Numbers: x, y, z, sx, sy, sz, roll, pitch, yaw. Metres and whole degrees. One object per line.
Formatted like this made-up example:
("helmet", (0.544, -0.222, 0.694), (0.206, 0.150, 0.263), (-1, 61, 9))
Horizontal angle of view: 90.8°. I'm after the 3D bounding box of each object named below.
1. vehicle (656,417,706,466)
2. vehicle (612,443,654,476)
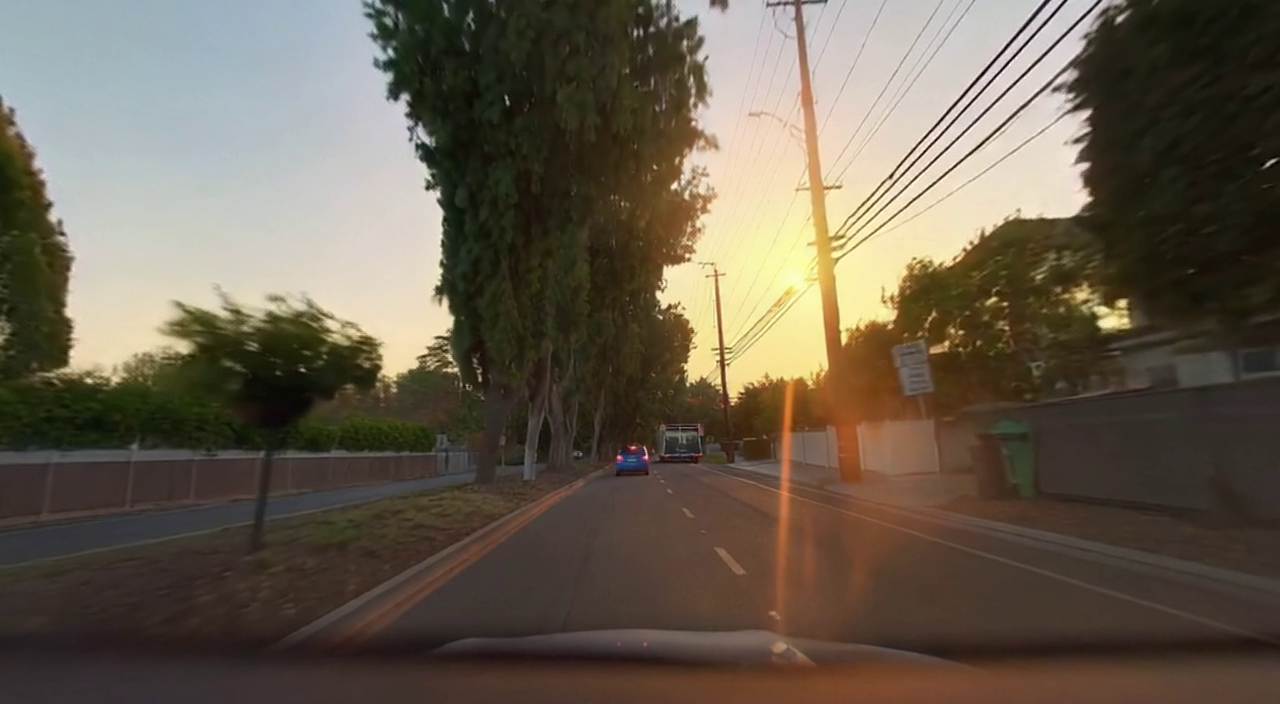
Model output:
("vehicle", (2.936, 6.906, 48.755), (2.789, 3.285, 12.428), (0, -8, -1))
("vehicle", (-0.347, 5.421, 32.177), (2.018, 1.511, 3.993), (0, -8, 0))
